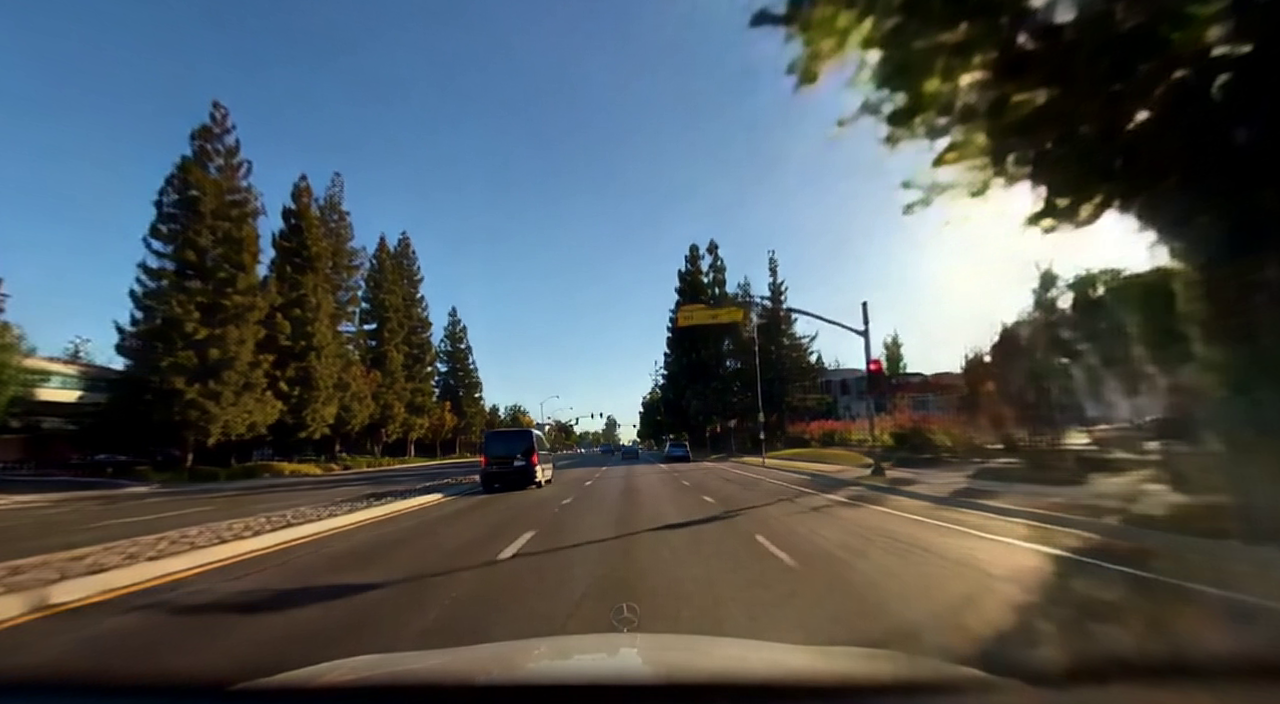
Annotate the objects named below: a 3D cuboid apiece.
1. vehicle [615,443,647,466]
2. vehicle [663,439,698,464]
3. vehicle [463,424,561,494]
[{"bbox_3d":[-0.647,6.977,43.037,2.039,1.455,3.826,0,-9,-2],"label":"vehicle"},{"bbox_3d":[2.949,7.393,47.149,2.181,1.781,4.257,0,-9,-2],"label":"vehicle"},{"bbox_3d":[-3.771,3.265,19.580,2.075,1.863,4.744,0,-9,-1],"label":"vehicle"}]
